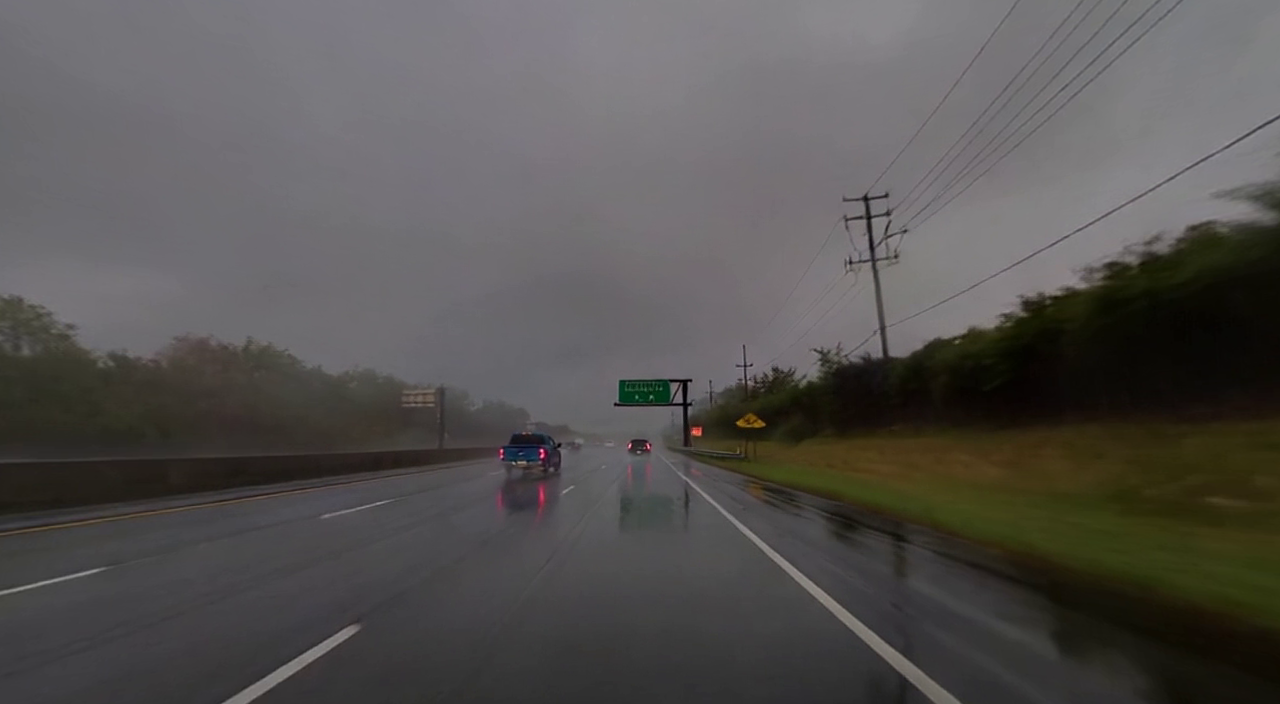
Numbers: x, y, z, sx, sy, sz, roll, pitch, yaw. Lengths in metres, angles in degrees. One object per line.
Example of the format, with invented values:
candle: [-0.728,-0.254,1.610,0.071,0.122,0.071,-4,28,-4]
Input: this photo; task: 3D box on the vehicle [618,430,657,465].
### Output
vehicle: [-0.175,6.256,41.368,2.358,2.144,4.713,0,-8,-1]

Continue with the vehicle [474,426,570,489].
vehicle: [-3.750,3.481,21.178,2.204,1.812,5.289,0,-8,0]
